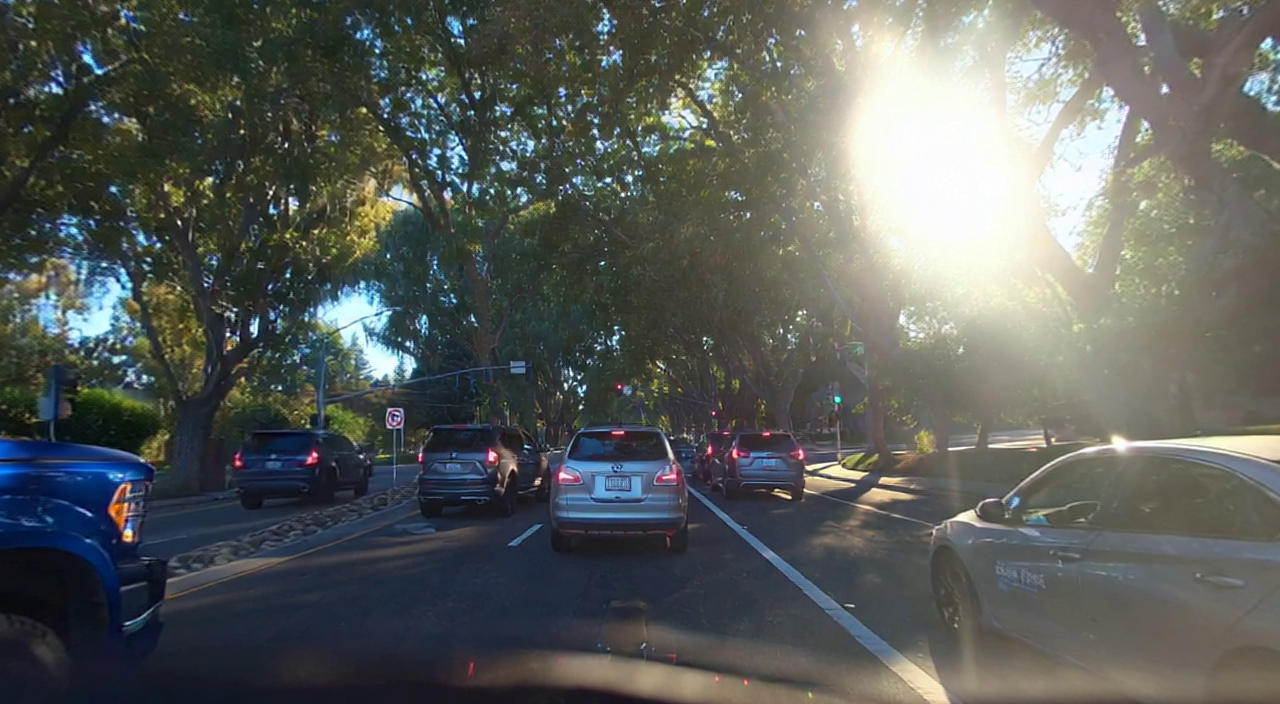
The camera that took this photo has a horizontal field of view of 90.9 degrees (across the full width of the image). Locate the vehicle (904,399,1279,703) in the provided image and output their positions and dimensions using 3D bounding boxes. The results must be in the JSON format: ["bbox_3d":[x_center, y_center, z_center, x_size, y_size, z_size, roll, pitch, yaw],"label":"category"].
[{"bbox_3d":[3.017,0.968,2.533,1.874,1.477,4.698,0,-8,0],"label":"vehicle"}]

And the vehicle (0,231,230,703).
[{"bbox_3d":[-3.480,0.350,0.305,2.656,2.021,5.800,0,-8,0],"label":"vehicle"}]

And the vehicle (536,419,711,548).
[{"bbox_3d":[-0.222,1.939,9.877,2.194,1.607,3.690,0,-8,0],"label":"vehicle"}]

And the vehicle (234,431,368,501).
[{"bbox_3d":[-9.217,3.095,17.655,2.122,1.653,4.807,2,-9,-14],"label":"vehicle"}]

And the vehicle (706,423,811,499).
[{"bbox_3d":[3.176,3.040,17.922,2.102,1.841,4.587,0,-8,0],"label":"vehicle"}]

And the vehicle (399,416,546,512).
[{"bbox_3d":[-3.632,2.526,14.674,2.089,1.857,4.488,0,-8,1],"label":"vehicle"}]
